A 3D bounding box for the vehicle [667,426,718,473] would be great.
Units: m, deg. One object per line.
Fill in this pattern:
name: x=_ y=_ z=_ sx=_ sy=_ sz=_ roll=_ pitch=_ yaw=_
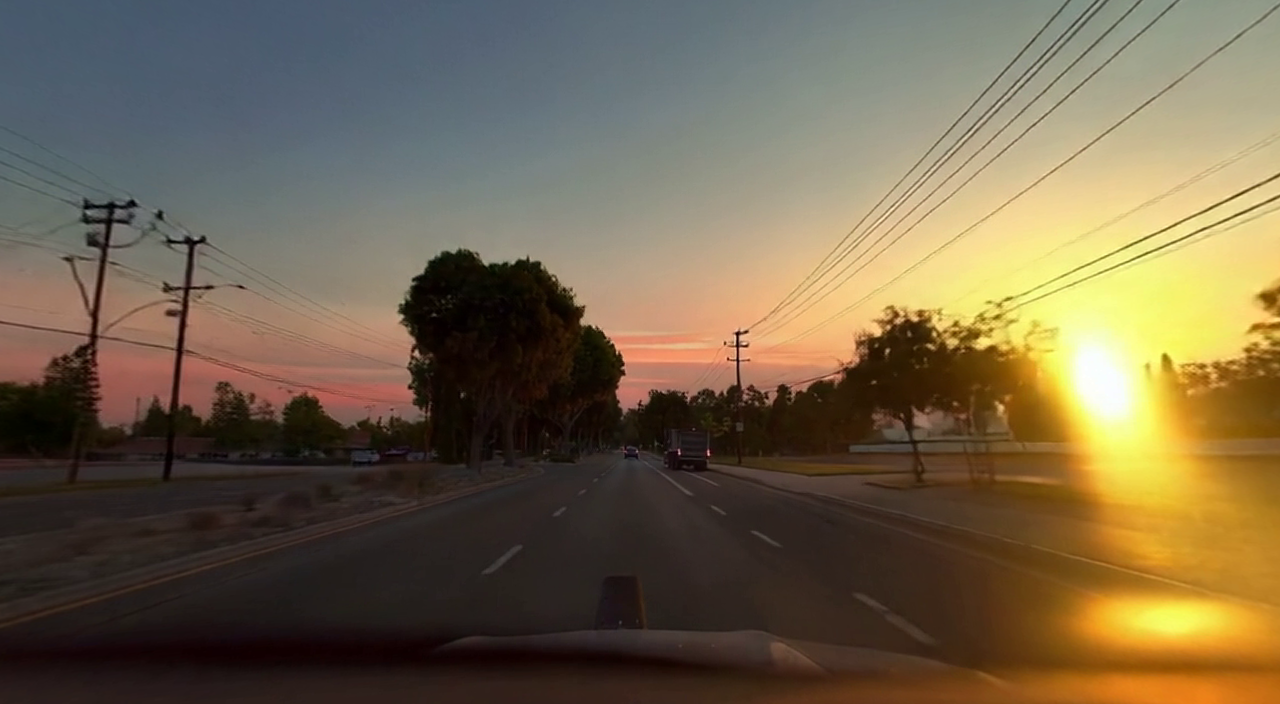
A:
vehicle: x=3.448 y=6.678 z=43.295 sx=2.706 sy=2.880 sz=7.117 roll=0 pitch=-8 yaw=-2
